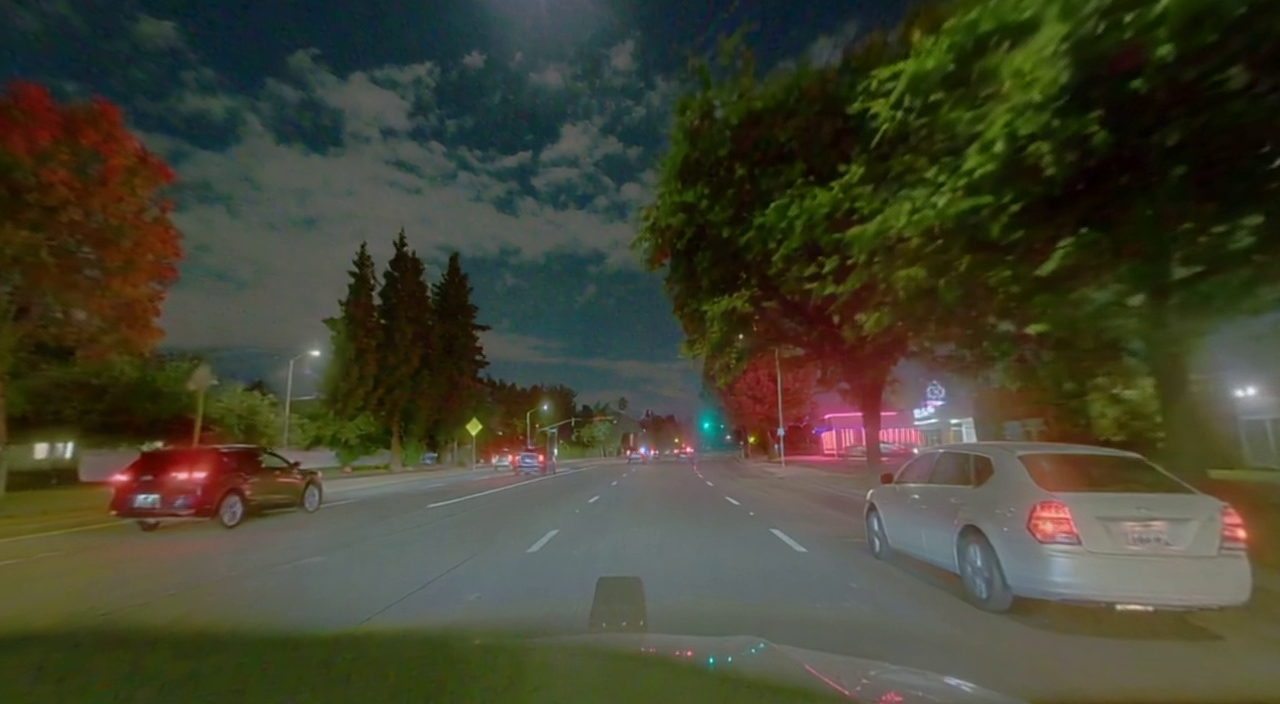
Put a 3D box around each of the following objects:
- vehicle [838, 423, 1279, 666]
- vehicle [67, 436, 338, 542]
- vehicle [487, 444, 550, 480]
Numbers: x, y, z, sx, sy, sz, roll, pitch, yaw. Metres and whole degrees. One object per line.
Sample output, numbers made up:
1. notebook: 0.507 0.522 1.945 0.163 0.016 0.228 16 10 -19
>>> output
1. vehicle: 3.716 1.580 6.341 2.003 1.494 4.705 0 -9 1
2. vehicle: -7.615 2.411 11.700 1.951 1.554 4.444 0 -9 -2
3. vehicle: -5.826 5.340 30.788 1.988 1.597 4.404 -1 -9 3
